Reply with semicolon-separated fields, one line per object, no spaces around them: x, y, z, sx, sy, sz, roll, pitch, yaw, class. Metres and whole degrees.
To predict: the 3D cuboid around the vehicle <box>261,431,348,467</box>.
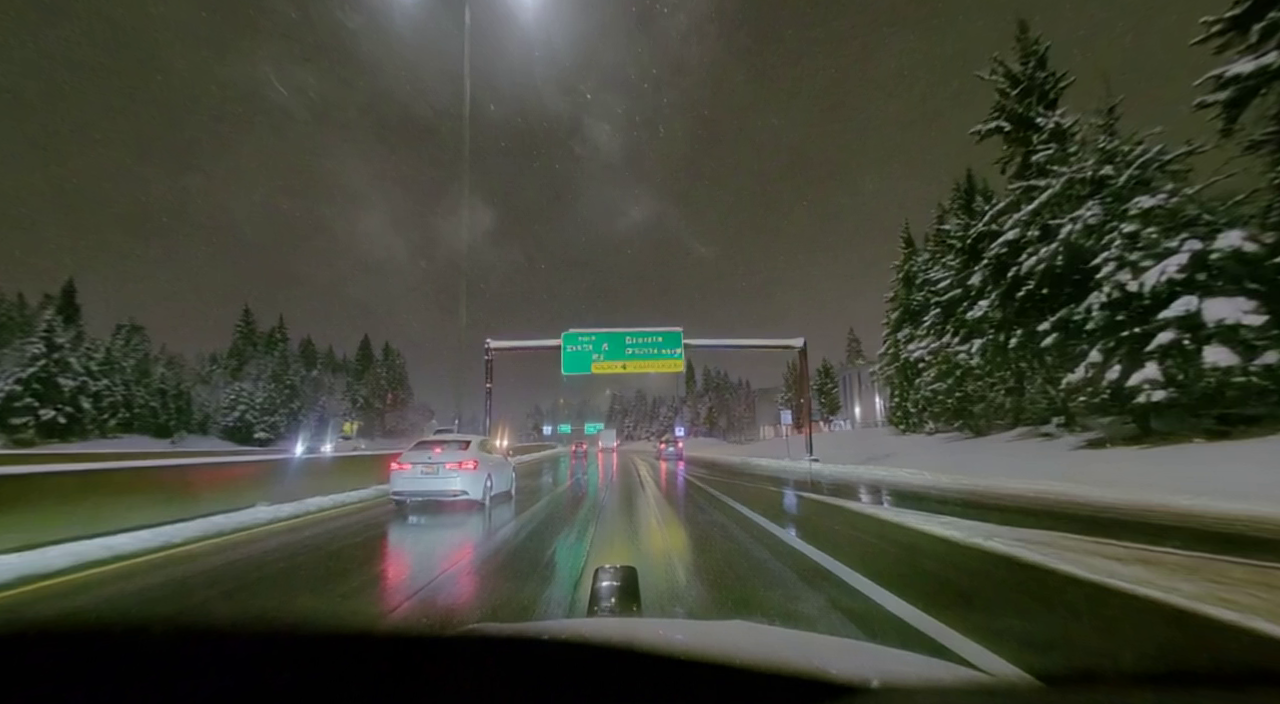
-17.664;5.141;33.472;2.018;1.727;5.065;0;-8;-2;vehicle

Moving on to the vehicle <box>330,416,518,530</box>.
-3.788;2.191;12.036;2.080;1.733;4.410;0;-8;-1;vehicle
